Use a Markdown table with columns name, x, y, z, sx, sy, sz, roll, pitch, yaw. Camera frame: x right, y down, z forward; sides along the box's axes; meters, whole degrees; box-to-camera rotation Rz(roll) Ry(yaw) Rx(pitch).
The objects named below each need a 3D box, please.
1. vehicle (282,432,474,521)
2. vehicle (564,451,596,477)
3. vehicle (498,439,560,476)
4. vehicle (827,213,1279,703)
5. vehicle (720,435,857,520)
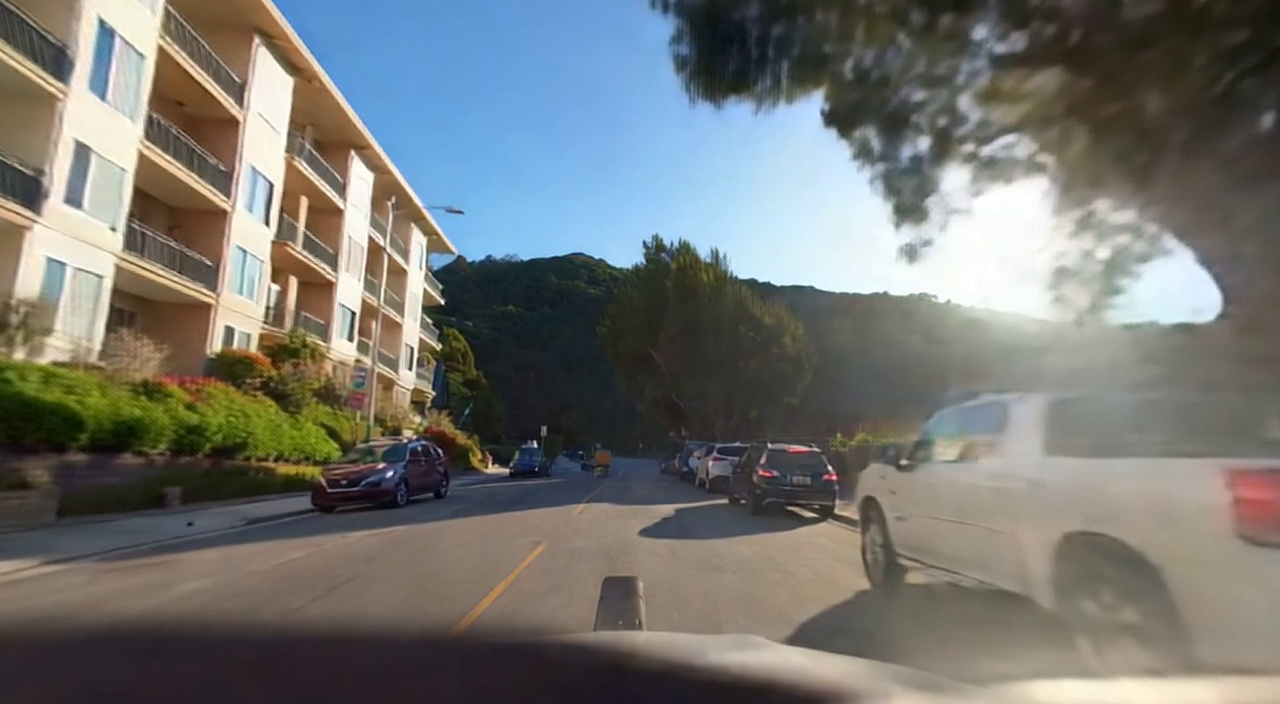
| name | x | y | z | sx | sy | sz | roll | pitch | yaw |
| --- | --- | --- | --- | --- | --- | --- | --- | --- | --- |
| vehicle | -6.282 | 3.054 | 16.137 | 2.374 | 1.843 | 5.638 | 0 | -9 | 1 |
| vehicle | -3.721 | 7.107 | 39.773 | 1.856 | 1.474 | 4.522 | 0 | -11 | -3 |
| vehicle | -6.557 | 6.454 | 37.872 | 2.692 | 1.949 | 5.948 | 0 | -12 | -1 |
| vehicle | 3.478 | 0.957 | 4.562 | 2.482 | 2.184 | 5.383 | 0 | -9 | -1 |
| vehicle | 3.124 | 2.745 | 14.320 | 1.926 | 1.602 | 4.433 | 0 | -9 | -1 |
